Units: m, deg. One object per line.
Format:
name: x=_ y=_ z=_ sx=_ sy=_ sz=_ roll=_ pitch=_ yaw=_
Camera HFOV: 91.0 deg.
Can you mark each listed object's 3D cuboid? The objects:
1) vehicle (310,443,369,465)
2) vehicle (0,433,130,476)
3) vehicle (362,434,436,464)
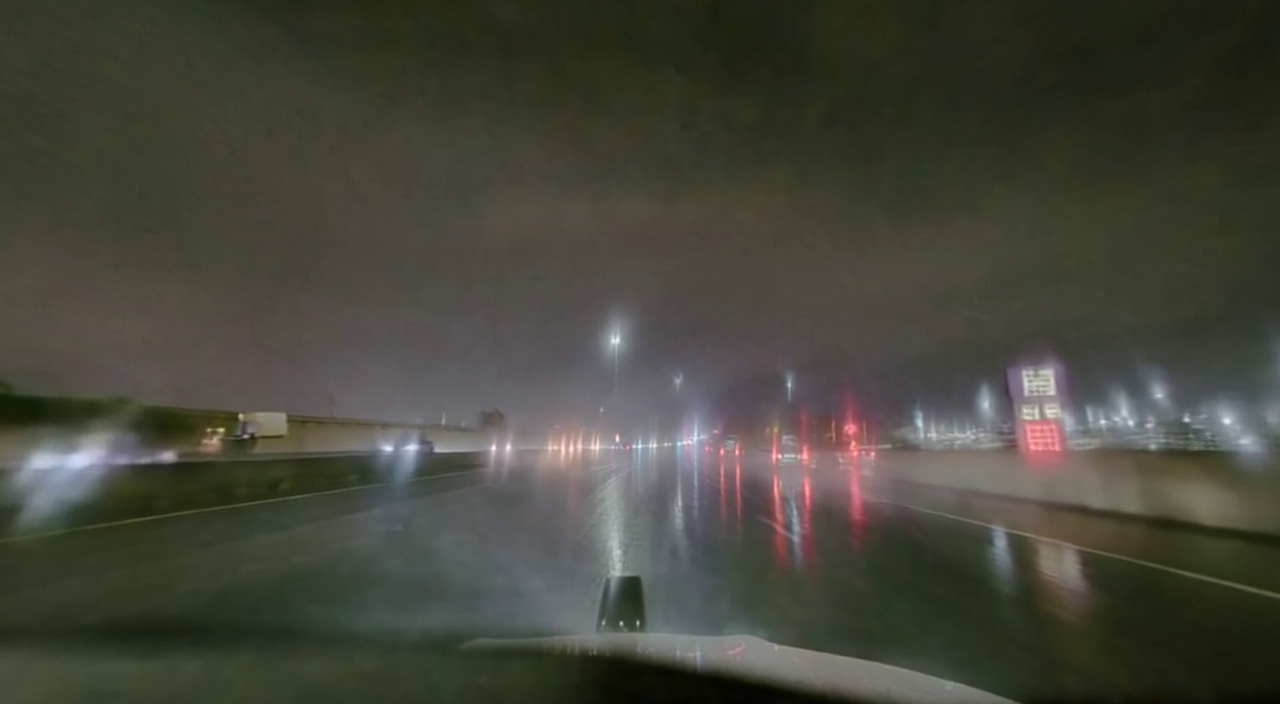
vehicle: x=-21.816 y=7.469 z=45.989 sx=1.859 sy=1.506 sz=4.648 roll=0 pitch=-9 yaw=2
vehicle: x=-25.519 y=4.471 z=27.601 sx=1.952 sy=1.692 sz=5.068 roll=0 pitch=-9 yaw=2
vehicle: x=-15.303 y=6.220 z=40.349 sx=2.219 sy=1.751 sz=5.734 roll=0 pitch=-9 yaw=3
